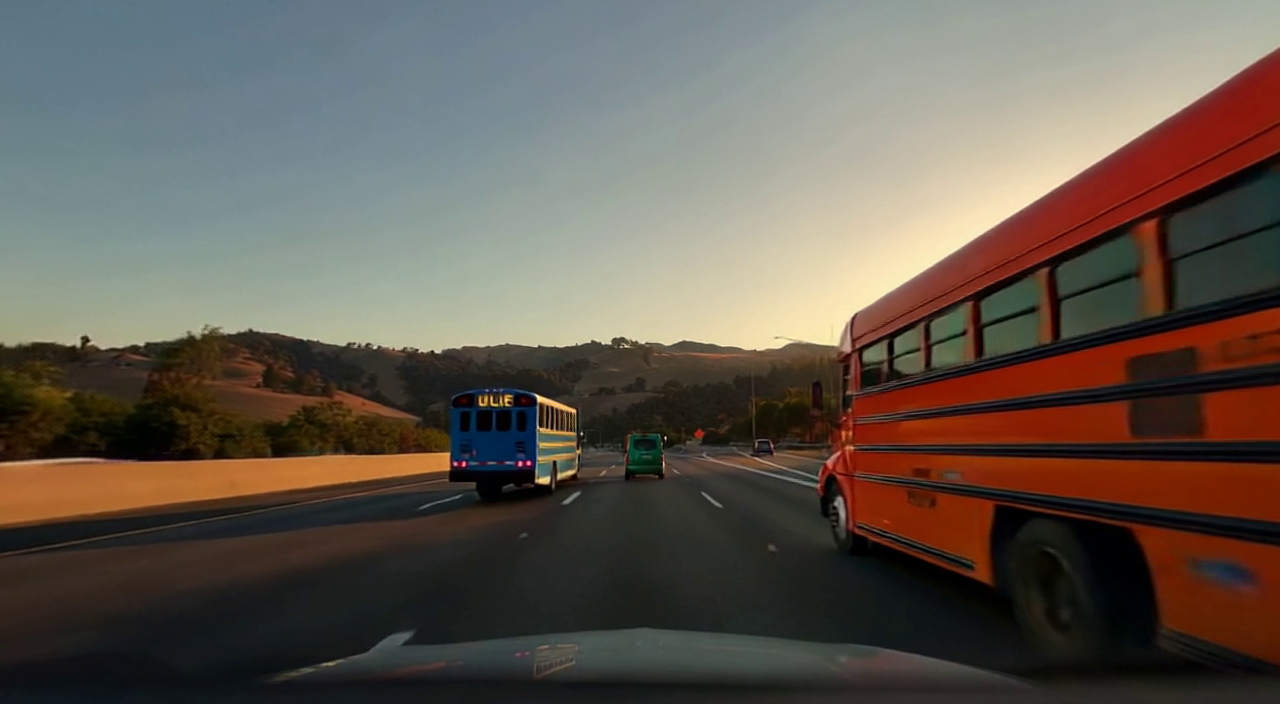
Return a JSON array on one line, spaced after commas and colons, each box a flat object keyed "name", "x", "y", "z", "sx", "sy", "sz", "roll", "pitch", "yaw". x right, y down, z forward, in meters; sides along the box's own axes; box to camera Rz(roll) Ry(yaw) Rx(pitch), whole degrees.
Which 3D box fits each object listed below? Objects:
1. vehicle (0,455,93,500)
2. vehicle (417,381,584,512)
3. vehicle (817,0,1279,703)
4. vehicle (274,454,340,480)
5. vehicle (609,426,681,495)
[{"name": "vehicle", "x": -24.657, "y": 4.886, "z": 24.794, "sx": 2.031, "sy": 1.572, "sz": 4.783, "roll": -1, "pitch": -9, "yaw": 0}, {"name": "vehicle", "x": -3.585, "y": 2.769, "z": 18.663, "sx": 2.947, "sy": 3.009, "sz": 7.991, "roll": -1, "pitch": -8, "yaw": 1}, {"name": "vehicle", "x": 4.140, "y": 0.281, "z": 5.821, "sx": 3.050, "sy": 3.810, "sz": 6.889, "roll": -1, "pitch": -8, "yaw": 1}, {"name": "vehicle", "x": -21.085, "y": 7.252, "z": 40.131, "sx": 1.832, "sy": 1.462, "sz": 4.285, "roll": 0, "pitch": -8, "yaw": 0}, {"name": "vehicle", "x": 0.119, "y": 3.445, "z": 20.377, "sx": 2.037, "sy": 1.929, "sz": 4.343, "roll": 0, "pitch": -8, "yaw": -1}]
